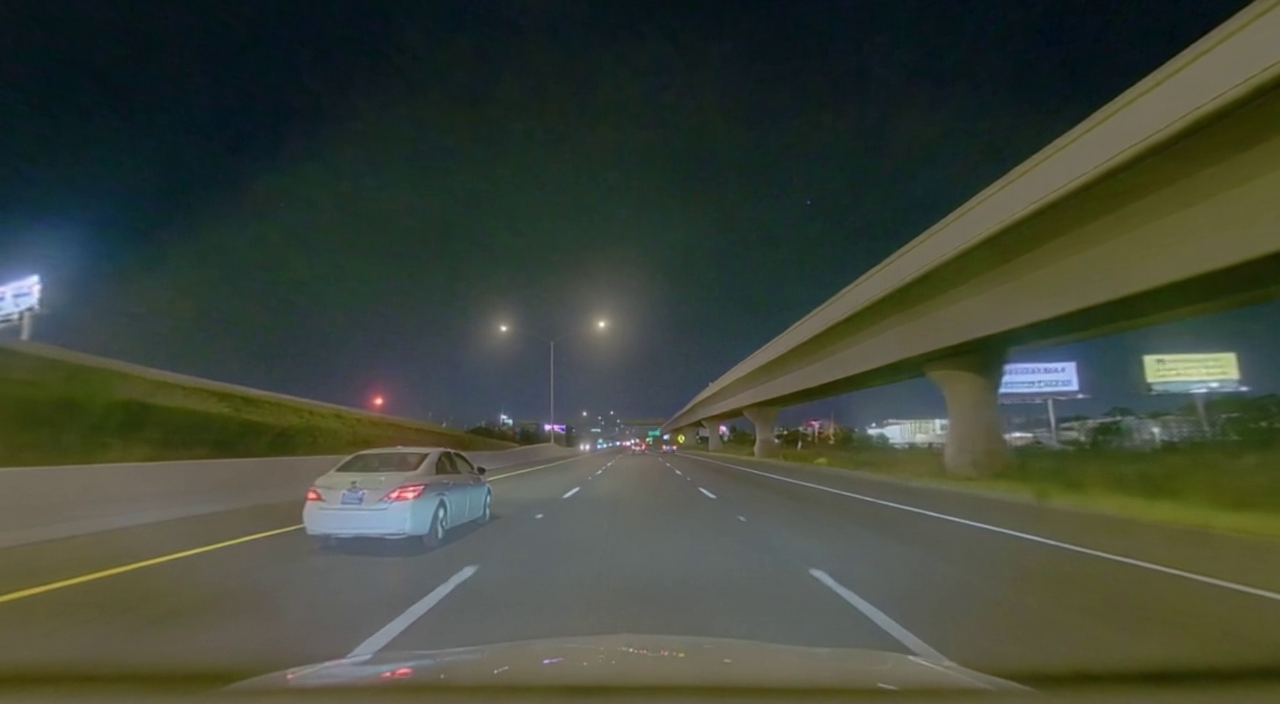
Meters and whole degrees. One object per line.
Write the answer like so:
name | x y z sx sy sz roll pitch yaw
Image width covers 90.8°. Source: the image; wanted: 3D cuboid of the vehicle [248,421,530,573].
vehicle | -3.017 1.844 8.904 2.029 1.557 4.570 0 -8 1
